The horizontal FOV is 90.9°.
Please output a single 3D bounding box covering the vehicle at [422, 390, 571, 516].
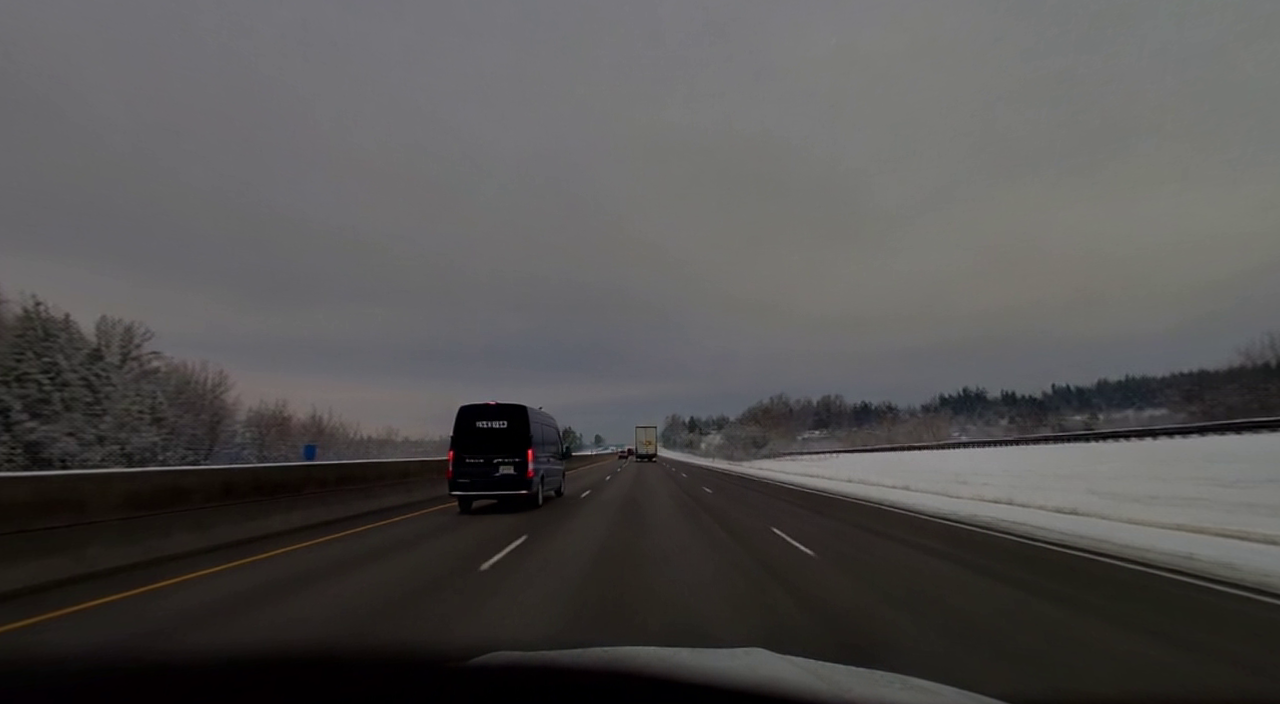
[{"bbox_3d":[-3.423,2.667,16.922,2.320,2.636,7.021,0,-9,0],"label":"vehicle"}]
